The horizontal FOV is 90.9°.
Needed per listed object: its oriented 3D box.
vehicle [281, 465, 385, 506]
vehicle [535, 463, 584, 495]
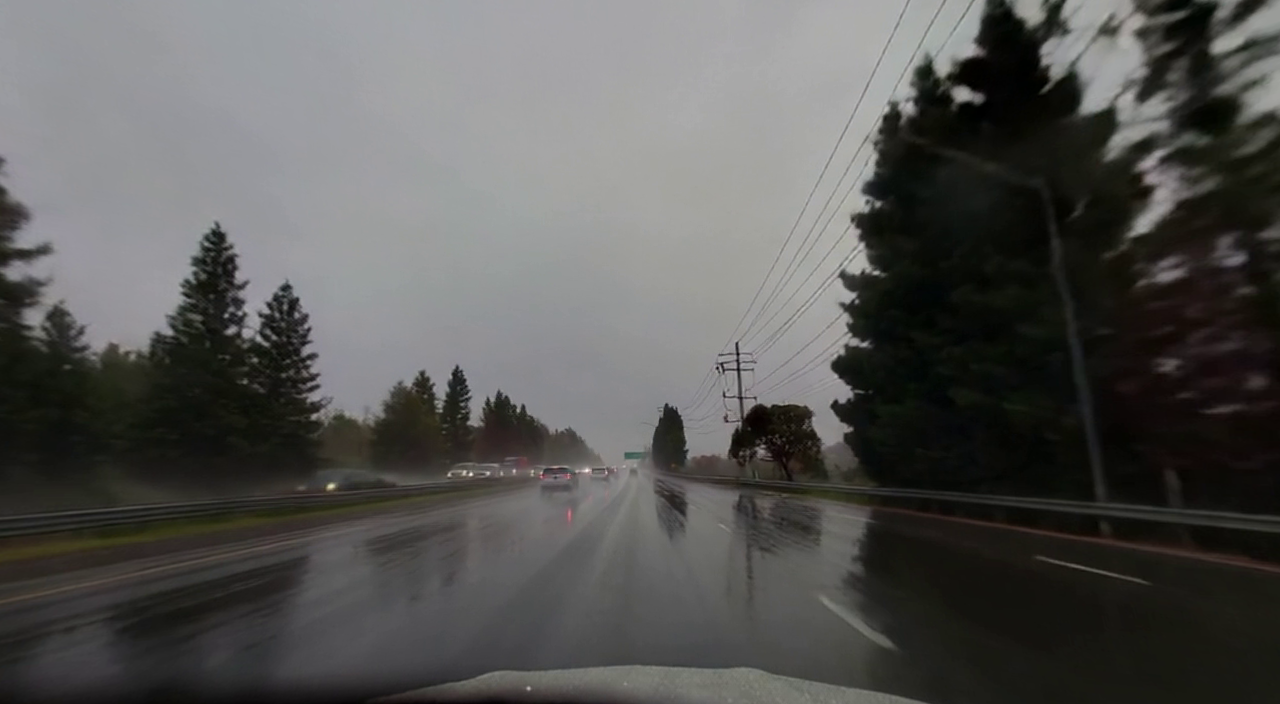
[{"bbox_3d":[-12.399,5.402,25.810,1.968,1.472,4.444,1,-11,0],"label":"vehicle"},{"bbox_3d":[-4.128,6.635,33.031,1.963,1.501,4.227,1,-11,1],"label":"vehicle"}]
